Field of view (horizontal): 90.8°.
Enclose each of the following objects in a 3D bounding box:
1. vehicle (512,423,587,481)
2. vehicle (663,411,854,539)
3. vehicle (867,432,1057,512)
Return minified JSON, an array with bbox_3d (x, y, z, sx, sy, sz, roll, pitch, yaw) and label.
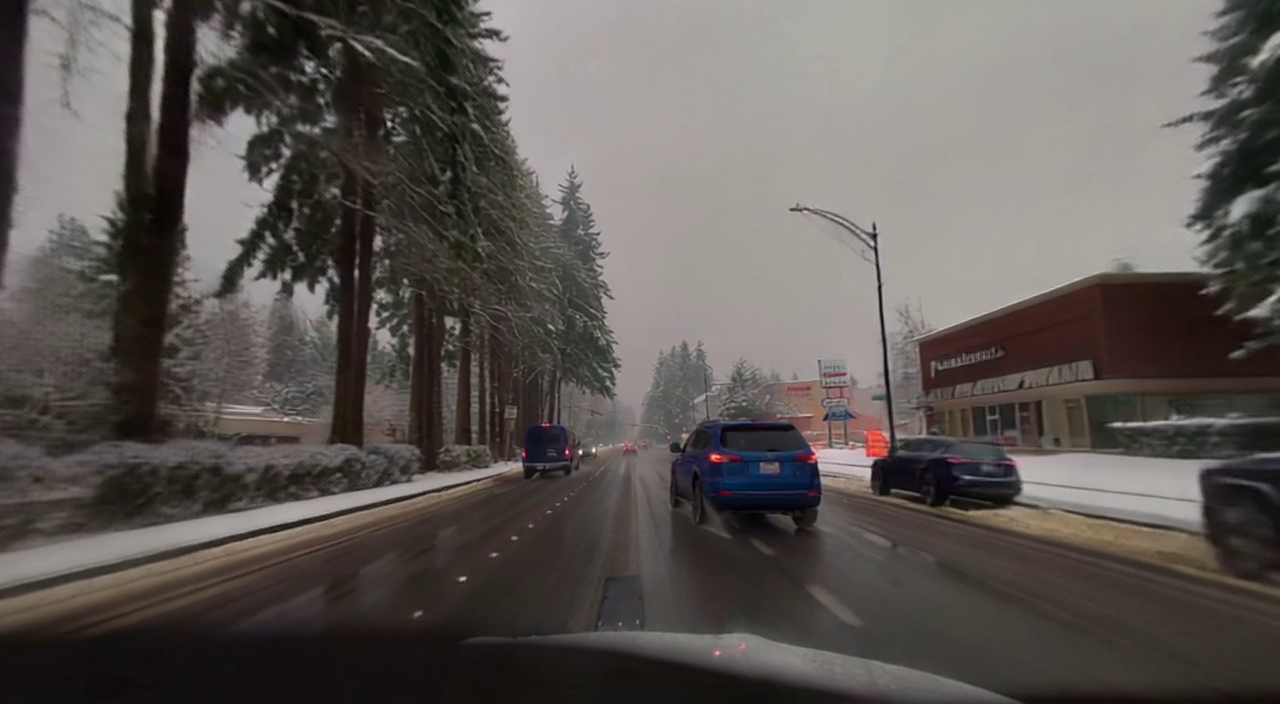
[{"bbox_3d":[-3.525,4.060,25.832,2.357,2.063,5.488,0,-9,-1],"label":"vehicle"},{"bbox_3d":[1.701,1.991,10.782,2.168,1.725,4.192,1,-9,-4],"label":"vehicle"},{"bbox_3d":[6.835,2.577,14.051,1.853,1.483,4.313,0,-9,-1],"label":"vehicle"}]
